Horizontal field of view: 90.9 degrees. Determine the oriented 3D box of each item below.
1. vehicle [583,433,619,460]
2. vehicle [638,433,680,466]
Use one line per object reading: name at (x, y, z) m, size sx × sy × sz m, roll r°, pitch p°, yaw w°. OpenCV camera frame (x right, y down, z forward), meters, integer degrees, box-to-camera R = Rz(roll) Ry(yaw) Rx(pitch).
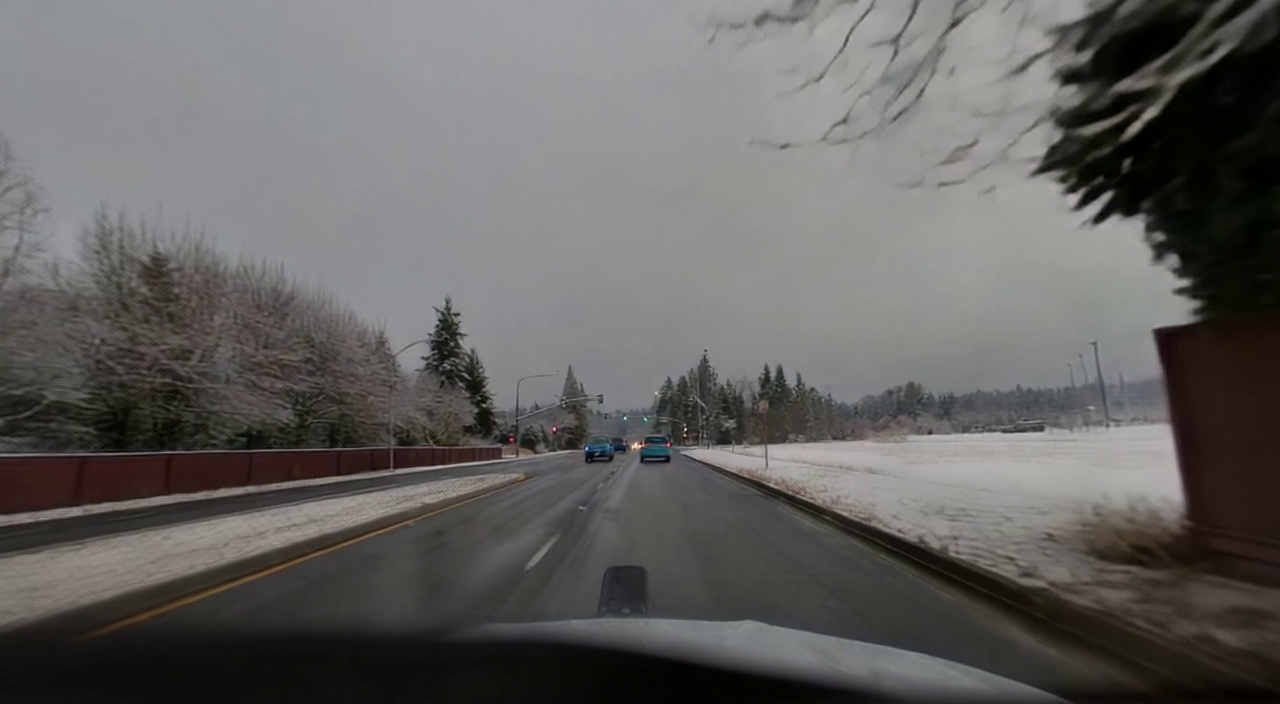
vehicle at (-2.679, 6.637, 44.085) m, size 2.190 × 1.766 × 4.394 m, roll 0°, pitch -9°, yaw 1°
vehicle at (0.993, 5.266, 34.206) m, size 2.127 × 1.665 × 3.993 m, roll 0°, pitch -9°, yaw 0°
